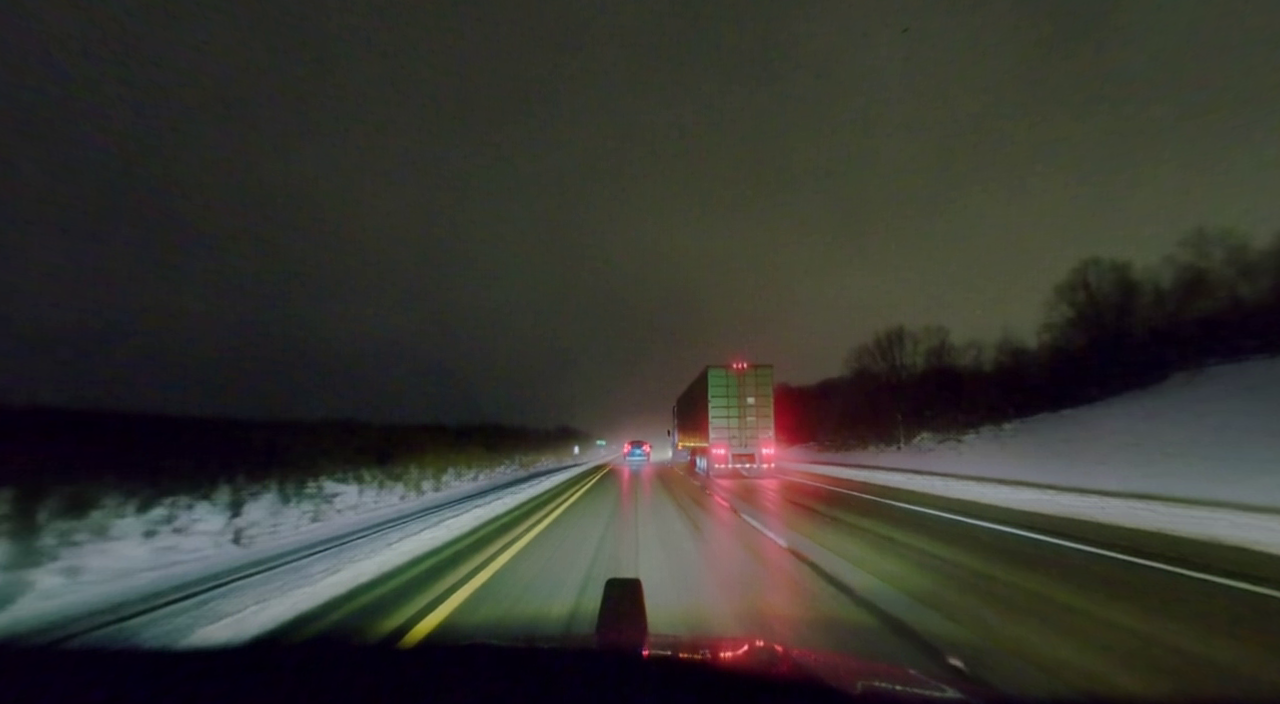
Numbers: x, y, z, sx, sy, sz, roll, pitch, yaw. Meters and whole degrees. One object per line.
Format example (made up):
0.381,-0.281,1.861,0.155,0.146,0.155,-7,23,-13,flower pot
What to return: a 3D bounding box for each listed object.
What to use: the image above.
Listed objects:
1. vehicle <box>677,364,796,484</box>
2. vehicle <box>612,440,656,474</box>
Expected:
3.828,3.673,30.005,2.929,4.158,15.921,0,-9,-1,vehicle
-0.265,5.071,30.754,1.968,1.515,4.025,0,-8,0,vehicle
